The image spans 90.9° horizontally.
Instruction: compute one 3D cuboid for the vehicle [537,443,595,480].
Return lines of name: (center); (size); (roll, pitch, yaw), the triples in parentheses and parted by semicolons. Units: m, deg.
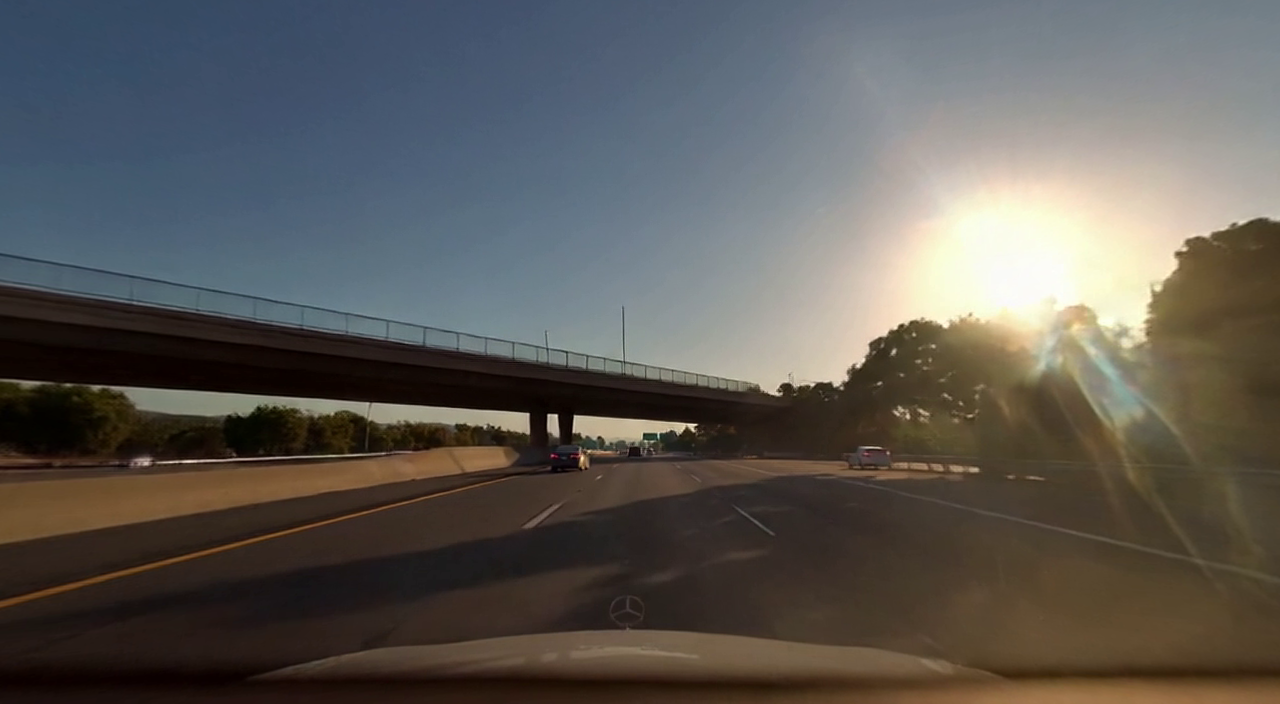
vehicle: (-3.177, 4.822, 27.940); (1.968, 1.504, 3.892); (0, -8, 2)
